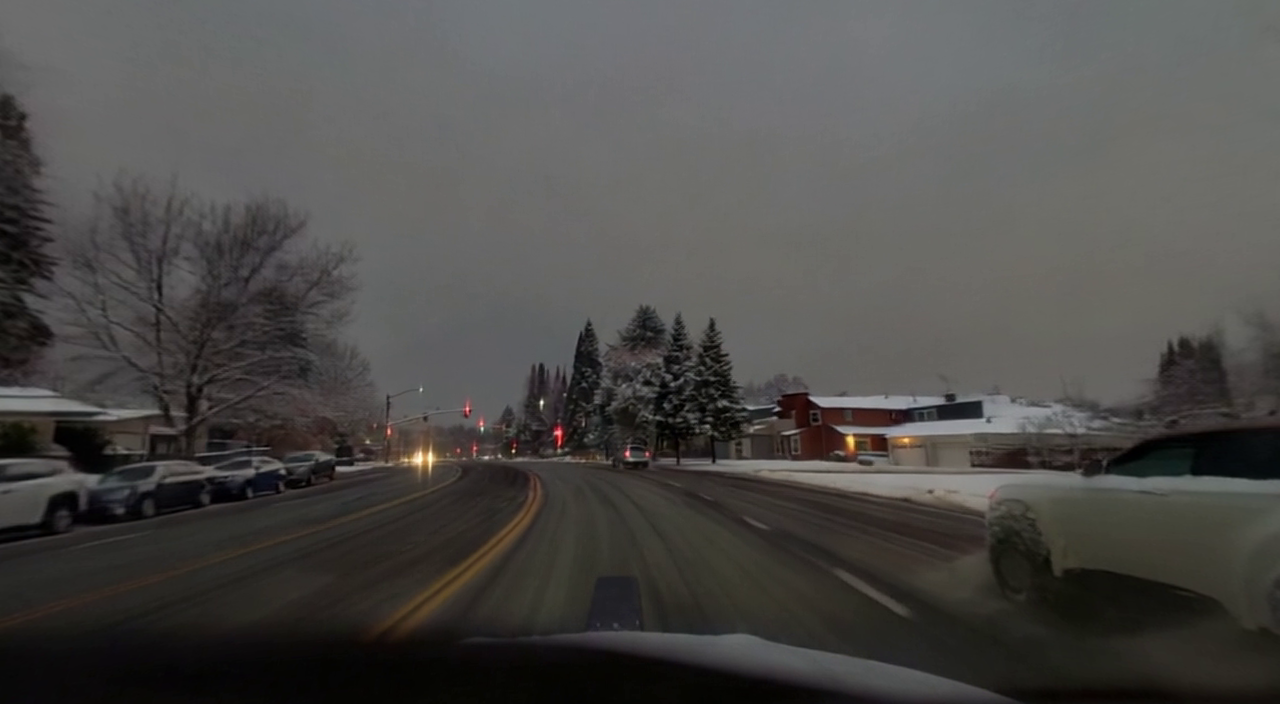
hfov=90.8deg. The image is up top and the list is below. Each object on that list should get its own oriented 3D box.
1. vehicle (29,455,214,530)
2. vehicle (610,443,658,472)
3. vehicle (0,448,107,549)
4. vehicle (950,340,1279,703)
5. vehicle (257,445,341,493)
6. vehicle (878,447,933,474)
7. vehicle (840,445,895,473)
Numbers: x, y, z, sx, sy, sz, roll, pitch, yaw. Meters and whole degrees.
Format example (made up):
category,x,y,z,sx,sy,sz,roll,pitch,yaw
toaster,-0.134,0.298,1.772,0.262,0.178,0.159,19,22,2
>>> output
category,x,y,z,sx,sy,sz,roll,pitch,yaw
vehicle,-13.185,3.524,16.476,1.829,1.559,4.288,1,-9,-11
vehicle,-0.443,6.271,37.913,1.951,1.620,4.582,2,-9,-12
vehicle,-12.723,2.693,11.641,2.146,1.806,4.733,1,-8,-9
vehicle,4.044,0.925,3.390,2.081,1.828,5.138,0,-8,-1
vehicle,-15.448,5.255,28.959,1.993,1.801,5.201,-2,-8,-12
vehicle,18.886,7.723,45.140,2.060,1.769,4.068,0,-8,-1
vehicle,16.175,7.592,45.193,2.044,1.787,4.597,-2,-9,-1
